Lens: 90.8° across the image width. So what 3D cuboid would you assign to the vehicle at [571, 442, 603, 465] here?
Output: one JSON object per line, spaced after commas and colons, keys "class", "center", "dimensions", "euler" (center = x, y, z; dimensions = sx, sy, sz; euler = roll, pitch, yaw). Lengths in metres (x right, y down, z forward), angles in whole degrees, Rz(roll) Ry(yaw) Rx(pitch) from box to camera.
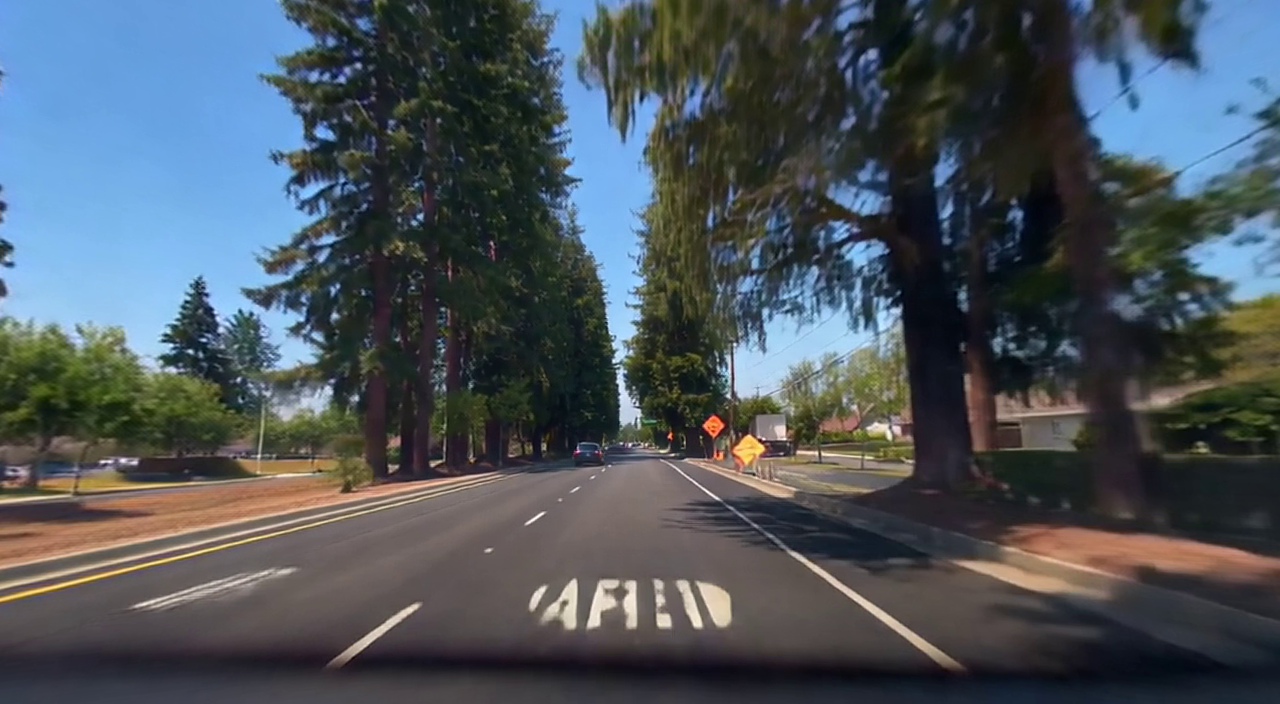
{"class": "vehicle", "center": [-3.905, 7.524, 46.960], "dimensions": [1.992, 1.608, 3.868], "euler": [0, -8, 1]}
